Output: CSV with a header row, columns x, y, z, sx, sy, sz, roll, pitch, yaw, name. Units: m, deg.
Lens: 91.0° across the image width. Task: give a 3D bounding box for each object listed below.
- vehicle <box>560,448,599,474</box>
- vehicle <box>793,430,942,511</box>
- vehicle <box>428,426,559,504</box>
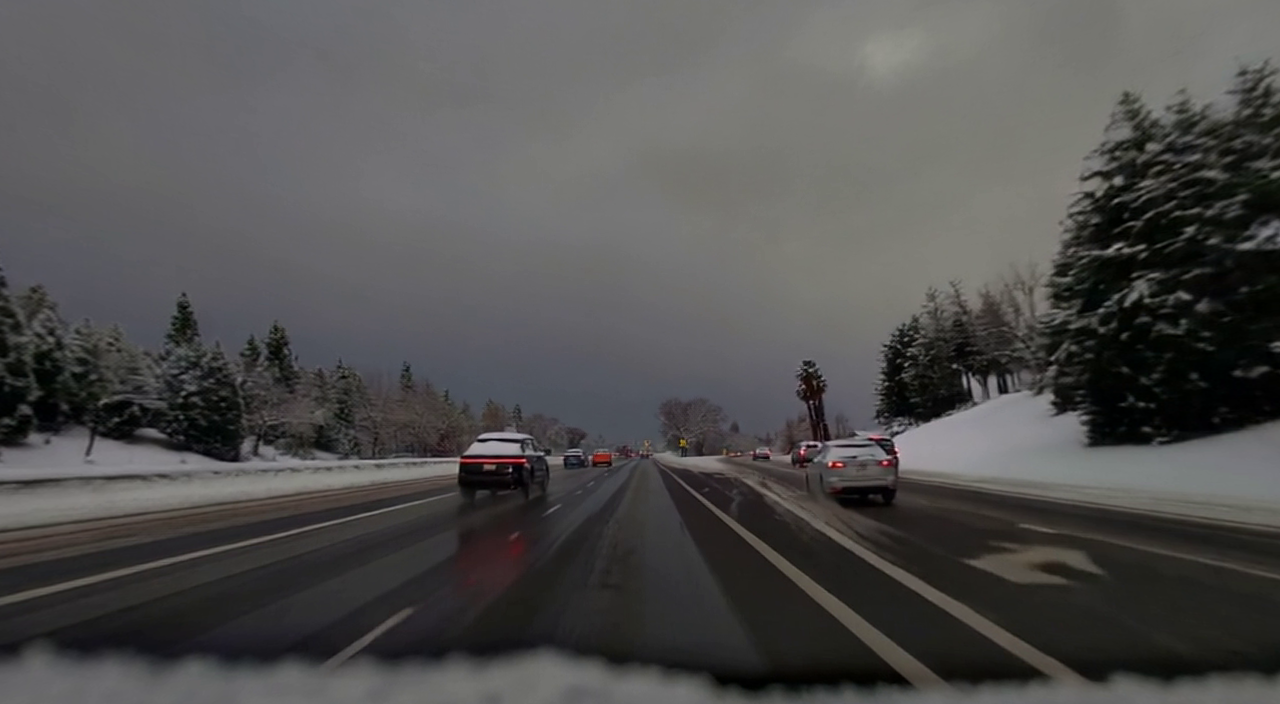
x,y,z,sx,sy,sz,roll,pitch,yaw,name
-3.868,7.061,41.072,2.052,1.545,4.470,0,-9,1,vehicle
5.798,3.101,16.955,2.303,1.791,5.247,-1,-9,4,vehicle
-4.038,3.285,18.762,2.420,1.937,5.916,0,-9,1,vehicle
